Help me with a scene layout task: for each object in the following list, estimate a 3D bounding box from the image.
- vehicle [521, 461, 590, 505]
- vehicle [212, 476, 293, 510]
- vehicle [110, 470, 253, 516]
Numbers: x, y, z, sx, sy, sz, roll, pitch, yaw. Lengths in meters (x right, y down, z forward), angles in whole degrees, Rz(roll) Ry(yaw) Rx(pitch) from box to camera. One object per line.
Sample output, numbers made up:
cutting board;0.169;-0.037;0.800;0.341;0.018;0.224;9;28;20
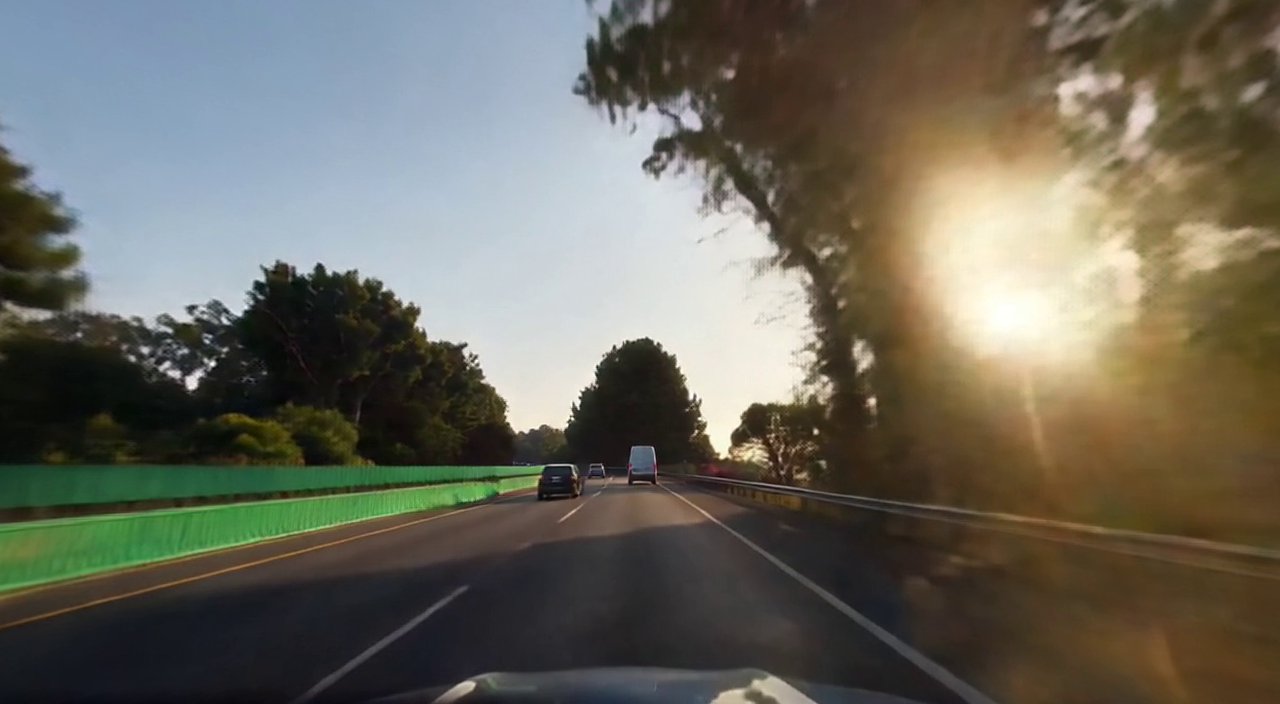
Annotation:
vehicle;-3.119;4.985;24.152;2.038;1.490;4.391;1;-11;0
vehicle;-16.466;5.984;26.908;1.663;1.301;2.750;1;-11;0
vehicle;-16.423;5.036;22.916;1.862;1.449;4.441;1;-11;0
